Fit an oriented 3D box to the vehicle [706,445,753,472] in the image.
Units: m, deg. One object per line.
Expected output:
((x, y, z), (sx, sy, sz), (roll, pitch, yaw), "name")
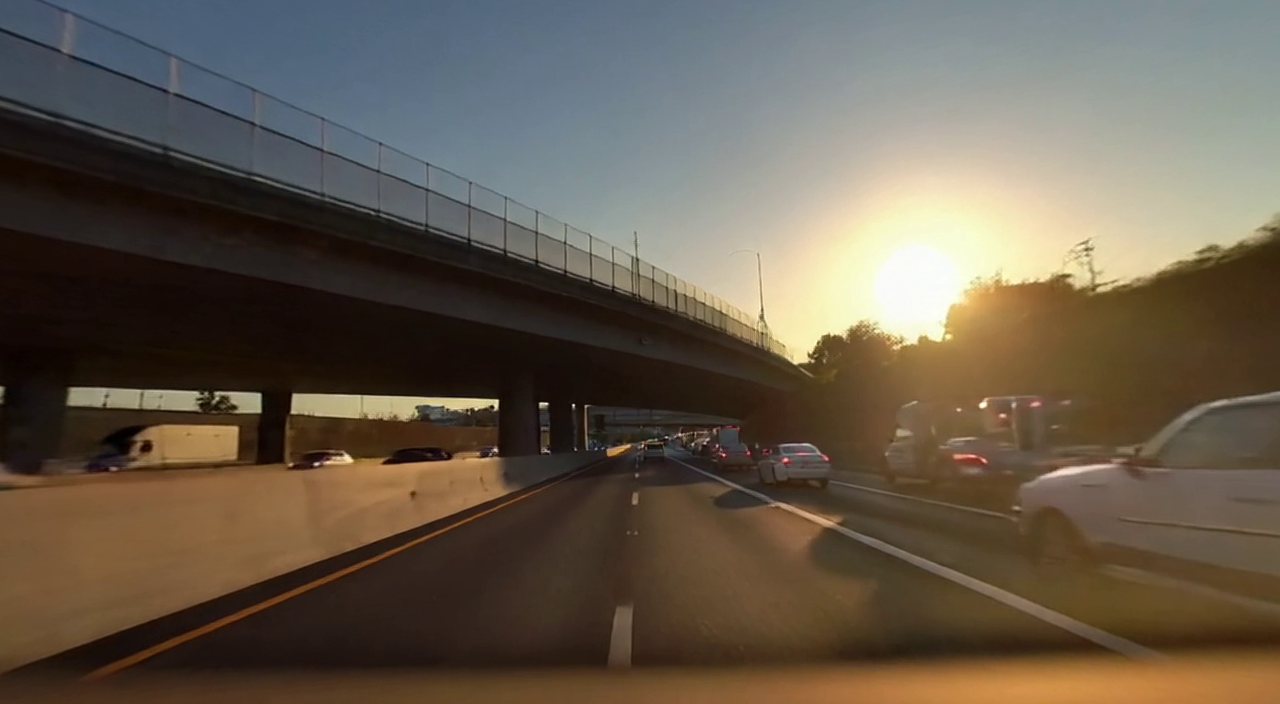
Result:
((5.001, 6.015, 35.949), (1.987, 1.448, 4.356), (0, -8, -1), "vehicle")

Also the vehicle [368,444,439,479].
((-11.871, 5.502, 32.073), (1.926, 1.610, 4.351), (0, -8, 0), "vehicle")

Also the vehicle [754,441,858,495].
((5.116, 3.629, 20.305), (1.959, 1.483, 5.135), (0, -8, 0), "vehicle")

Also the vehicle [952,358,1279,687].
((4.620, 1.095, 4.511), (2.201, 1.804, 4.801), (0, -8, -1), "vehicle")

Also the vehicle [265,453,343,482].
((-19.034, 6.536, 36.047), (1.885, 1.493, 4.670), (0, -8, 0), "vehicle")

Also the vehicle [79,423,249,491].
((-31.426, 7.015, 42.758), (2.995, 3.941, 11.403), (0, -8, -2), "vehicle")
